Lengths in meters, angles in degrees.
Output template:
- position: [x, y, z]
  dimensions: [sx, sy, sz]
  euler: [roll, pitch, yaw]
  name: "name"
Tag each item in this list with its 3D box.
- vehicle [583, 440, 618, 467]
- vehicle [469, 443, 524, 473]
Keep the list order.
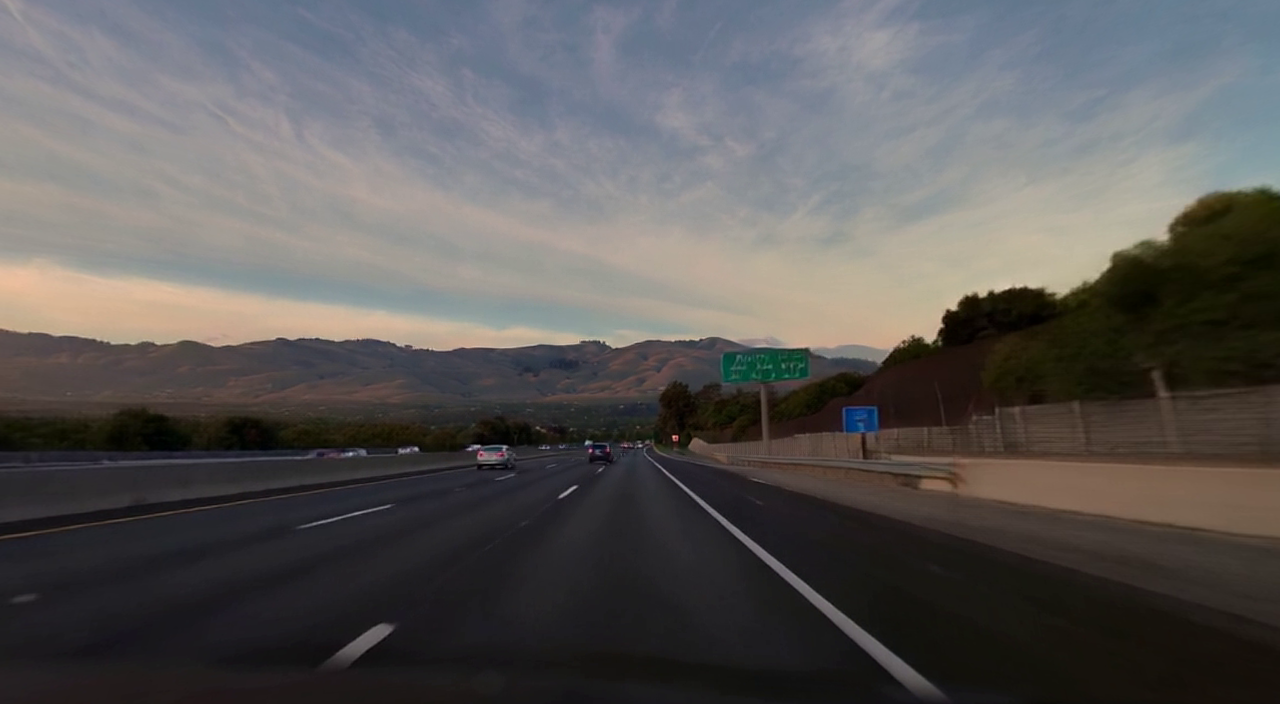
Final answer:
- position: [-2.697, 7.074, 44.165]
  dimensions: [2.029, 1.753, 4.718]
  euler: [0, -9, 1]
  name: "vehicle"
- position: [-7.764, 5.785, 34.626]
  dimensions: [1.930, 1.508, 4.567]
  euler: [0, -9, 0]
  name: "vehicle"
